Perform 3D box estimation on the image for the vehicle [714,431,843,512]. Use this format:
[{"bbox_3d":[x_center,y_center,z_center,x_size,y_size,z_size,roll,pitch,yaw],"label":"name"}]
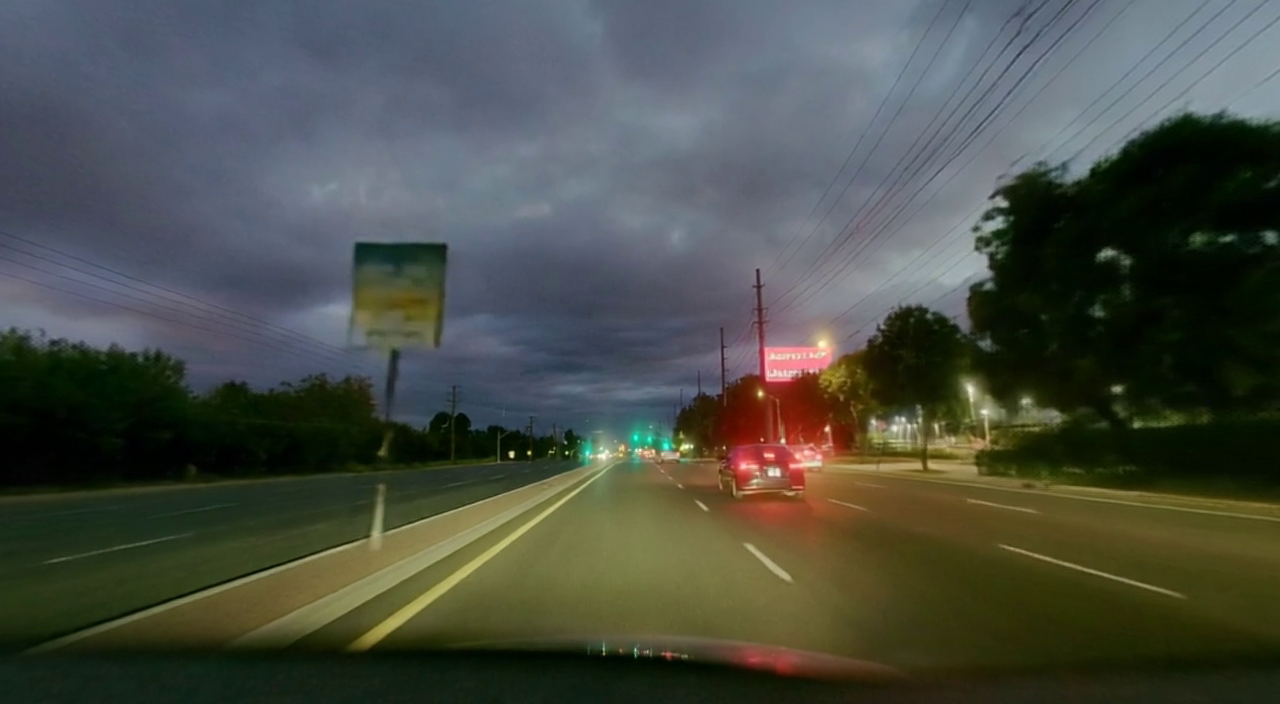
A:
[{"bbox_3d":[3.141,2.821,15.334,2.078,1.668,4.078,0,-9,-2],"label":"vehicle"}]
